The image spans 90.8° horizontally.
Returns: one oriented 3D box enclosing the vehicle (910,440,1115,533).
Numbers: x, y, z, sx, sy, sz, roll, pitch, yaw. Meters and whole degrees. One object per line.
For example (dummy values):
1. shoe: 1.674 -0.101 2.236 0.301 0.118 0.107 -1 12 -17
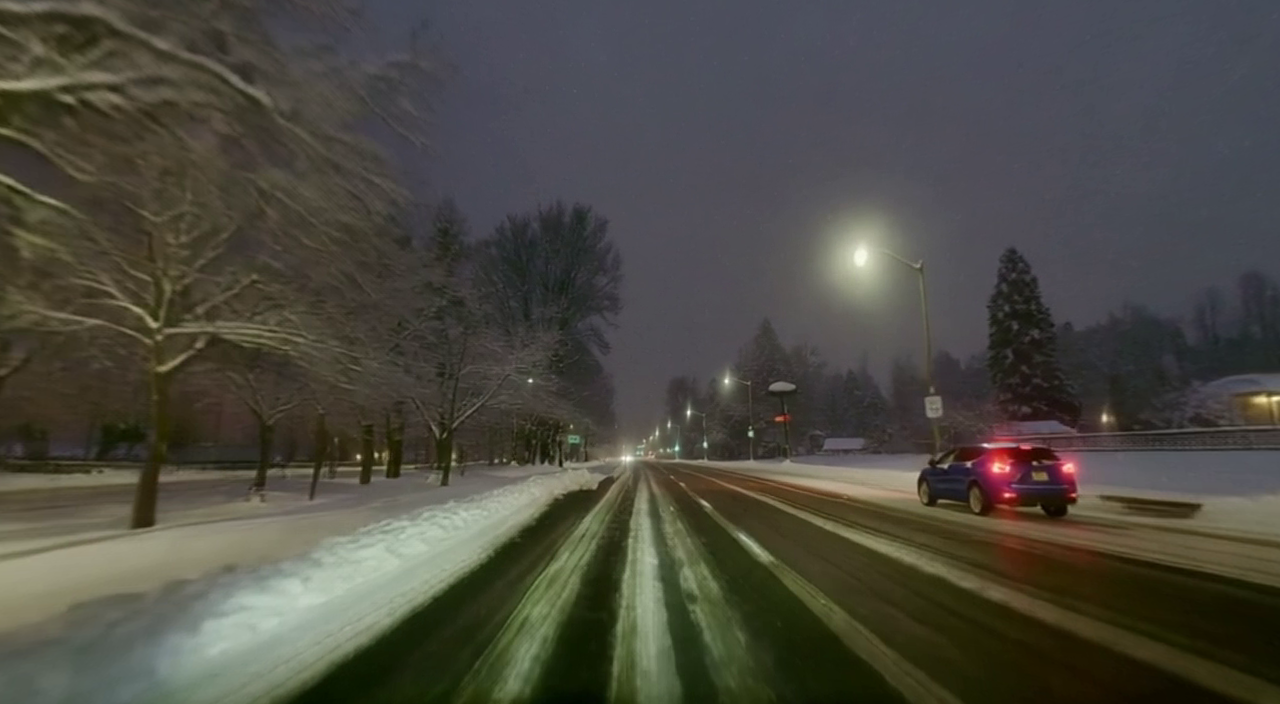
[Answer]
1. vehicle: 6.950 2.512 12.282 1.797 1.518 3.433 0 -9 -1
